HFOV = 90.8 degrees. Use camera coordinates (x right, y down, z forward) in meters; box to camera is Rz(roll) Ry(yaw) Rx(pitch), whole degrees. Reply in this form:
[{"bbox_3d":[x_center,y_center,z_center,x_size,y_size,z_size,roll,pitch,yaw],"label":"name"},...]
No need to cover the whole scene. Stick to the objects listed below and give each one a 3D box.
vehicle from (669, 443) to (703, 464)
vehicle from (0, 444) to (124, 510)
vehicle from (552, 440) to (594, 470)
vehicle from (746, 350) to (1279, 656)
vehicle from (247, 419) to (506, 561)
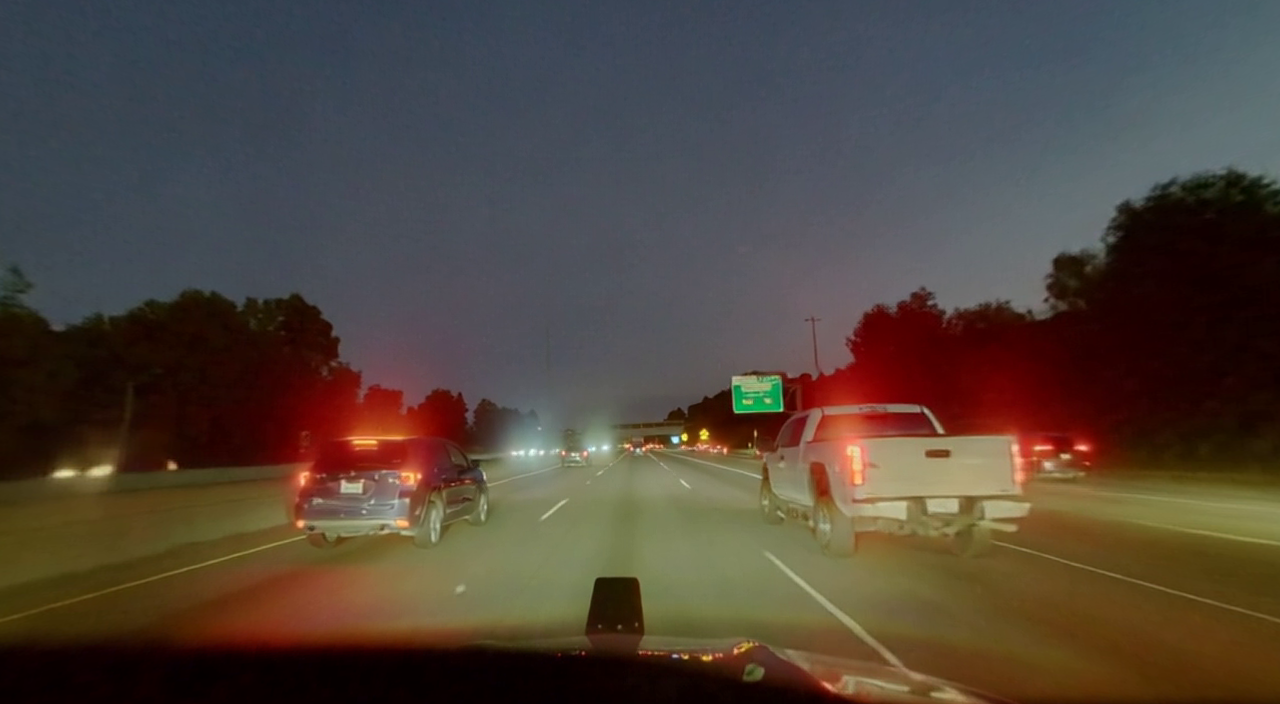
[{"bbox_3d":[3.305,7.413,46.226,2.007,1.469,4.337,0,-8,-1],"label":"vehicle"},{"bbox_3d":[-16.070,3.169,16.314,1.937,1.535,4.223,0,-8,-1],"label":"vehicle"},{"bbox_3d":[-3.917,6.122,37.655,1.992,1.651,4.185,0,-8,0],"label":"vehicle"},{"bbox_3d":[2.764,1.329,6.772,2.200,1.870,5.649,0,-8,-1],"label":"vehicle"},{"bbox_3d":[-3.585,1.962,9.724,2.119,1.654,4.353,0,-8,0],"label":"vehicle"}]
